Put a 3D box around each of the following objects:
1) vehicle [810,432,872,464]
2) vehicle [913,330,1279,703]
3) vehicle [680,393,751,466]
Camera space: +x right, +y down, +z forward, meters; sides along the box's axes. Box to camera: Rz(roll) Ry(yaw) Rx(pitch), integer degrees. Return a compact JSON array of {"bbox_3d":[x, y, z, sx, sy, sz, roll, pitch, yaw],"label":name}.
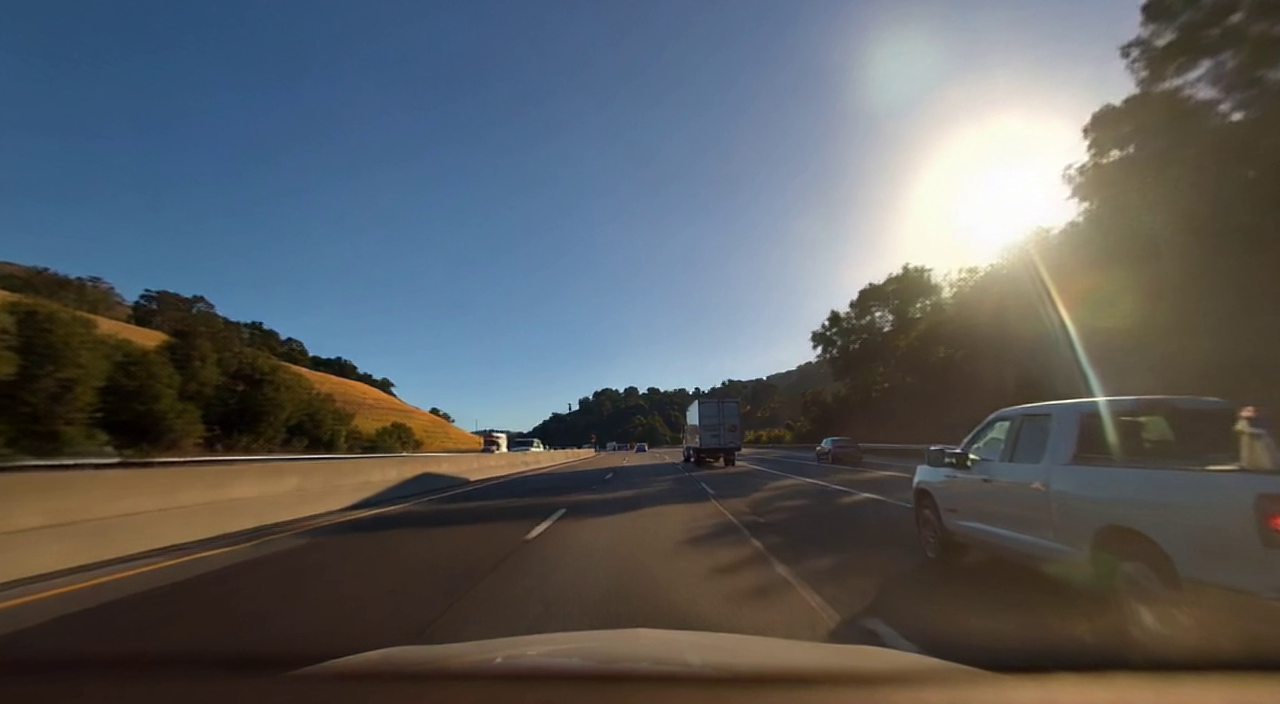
[{"bbox_3d":[11.802,5.667,37.329,2.046,1.741,4.769,0,-9,0],"label":"vehicle"},{"bbox_3d":[3.853,1.009,4.284,2.055,1.737,4.224,0,-9,0],"label":"vehicle"},{"bbox_3d":[4.432,4.990,39.527,3.049,3.968,10.706,0,-9,-1],"label":"vehicle"}]
